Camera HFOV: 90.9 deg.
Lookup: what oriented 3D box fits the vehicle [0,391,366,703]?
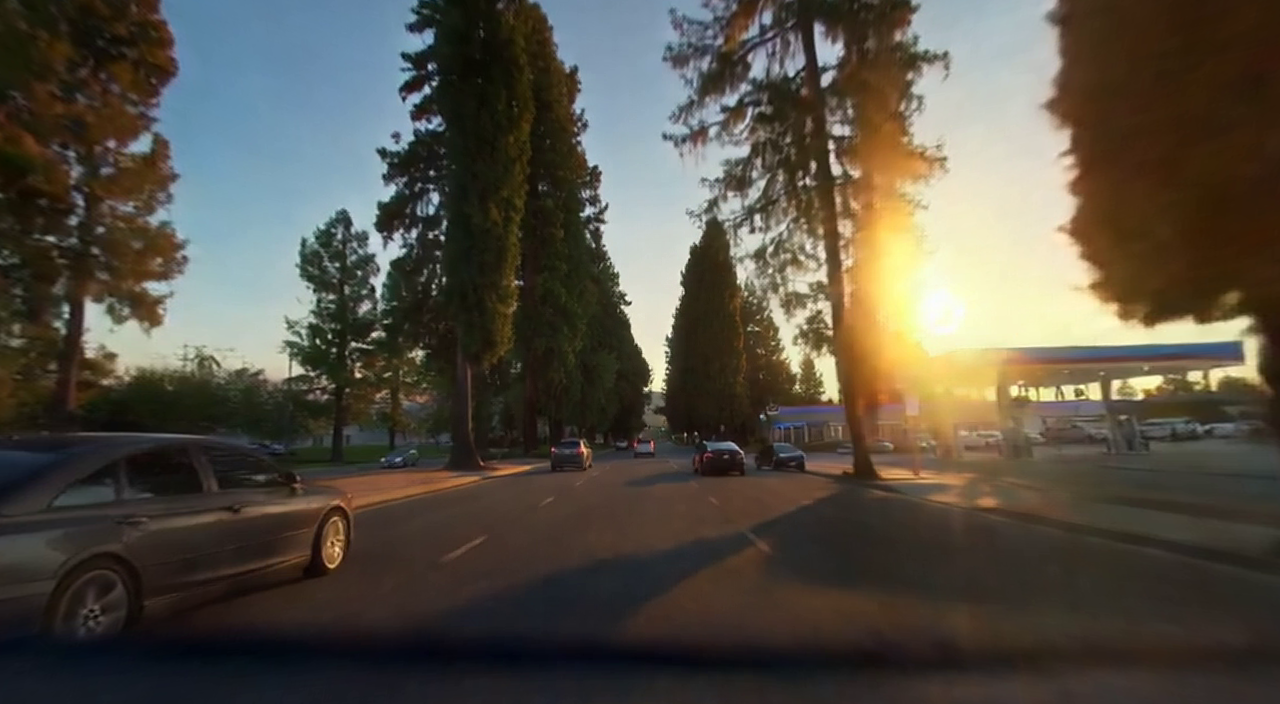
[{"bbox_3d":[-4.096,1.151,4.380,1.988,1.530,5.155,0,-8,1],"label":"vehicle"}]

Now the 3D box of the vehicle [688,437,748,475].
[{"bbox_3d":[3.275,4.468,27.434,2.010,1.486,4.498,0,-8,-1],"label":"vehicle"}]

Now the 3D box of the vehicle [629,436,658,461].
[{"bbox_3d":[0.235,6.498,42.542,1.922,1.579,3.642,0,-8,0],"label":"vehicle"}]

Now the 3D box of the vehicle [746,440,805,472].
[{"bbox_3d":[6.443,4.985,30.506,1.856,1.421,4.357,0,-8,-1],"label":"vehicle"}]

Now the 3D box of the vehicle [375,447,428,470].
[{"bbox_3d":[-16.833,7.509,44.718,1.808,1.476,4.449,0,-8,2],"label":"vehicle"}]

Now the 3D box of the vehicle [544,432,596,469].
[{"bbox_3d":[-3.451,4.973,31.995,2.051,1.747,4.370,0,-8,1],"label":"vehicle"}]
